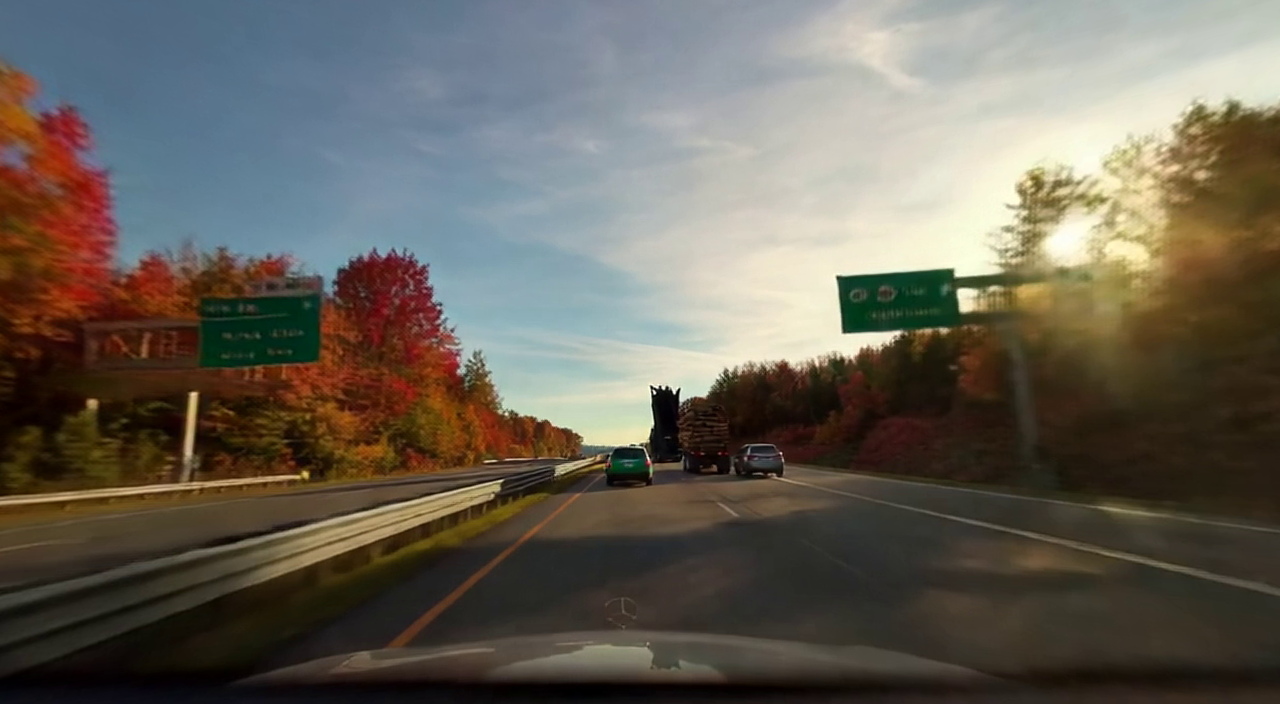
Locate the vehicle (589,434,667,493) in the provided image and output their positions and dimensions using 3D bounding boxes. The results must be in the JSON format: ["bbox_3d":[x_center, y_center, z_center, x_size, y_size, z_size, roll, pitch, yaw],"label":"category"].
[{"bbox_3d":[-0.394,3.553,20.299,2.263,1.699,3.936,0,-9,-1],"label":"vehicle"}]

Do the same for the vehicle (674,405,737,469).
[{"bbox_3d":[4.284,5.894,42.972,3.125,3.895,8.461,0,-9,-2],"label":"vehicle"}]

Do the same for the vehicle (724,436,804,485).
[{"bbox_3d":[4.675,4.162,24.305,2.057,1.660,4.525,0,-9,-1],"label":"vehicle"}]
